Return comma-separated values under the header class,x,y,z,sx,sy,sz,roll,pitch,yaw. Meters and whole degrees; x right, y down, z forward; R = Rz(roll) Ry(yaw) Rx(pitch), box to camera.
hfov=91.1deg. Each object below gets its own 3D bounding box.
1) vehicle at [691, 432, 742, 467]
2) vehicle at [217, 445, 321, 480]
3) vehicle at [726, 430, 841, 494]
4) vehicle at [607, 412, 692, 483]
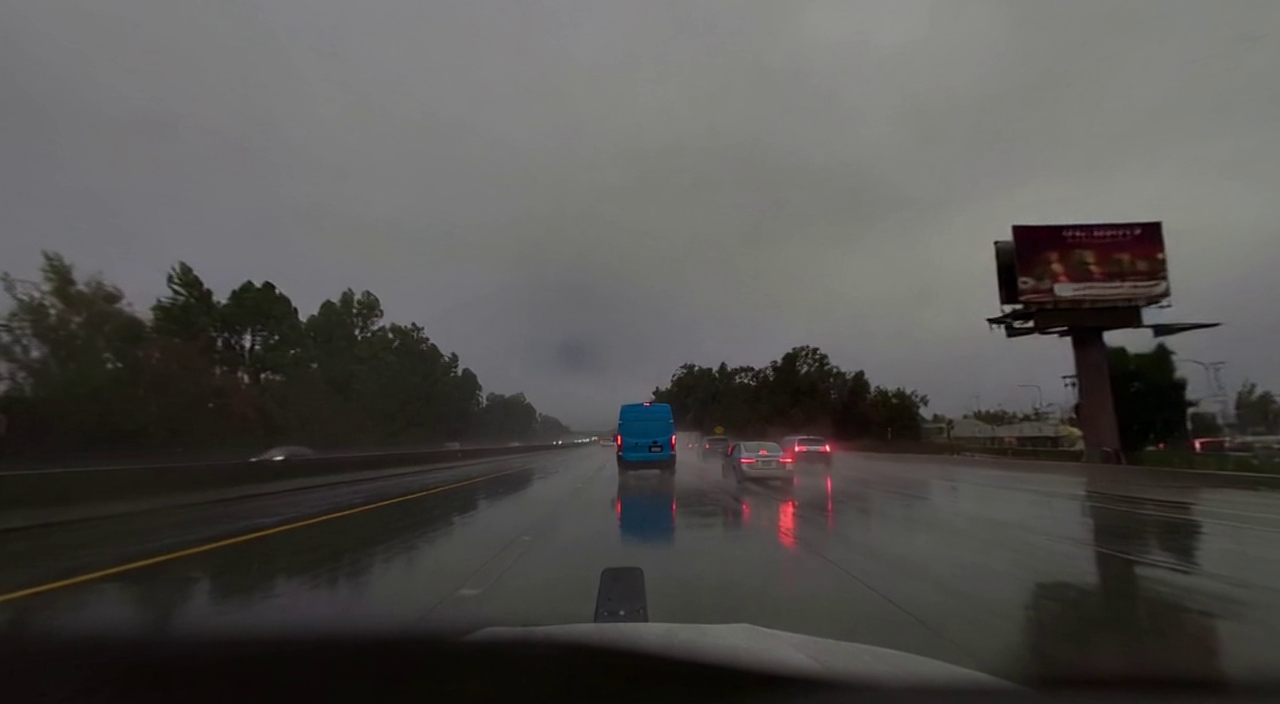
class,x,y,z,sx,sy,sz,roll,pitch,yaw
vehicle,3.937,5.102,32.989,2.019,1.662,3.977,0,-8,-2
vehicle,-17.095,5.095,29.212,2.068,1.479,4.511,0,-8,0
vehicle,3.679,2.894,16.883,2.099,1.510,3.784,0,-8,-1
vehicle,0.208,3.253,21.535,2.546,2.087,5.404,0,-8,-2
